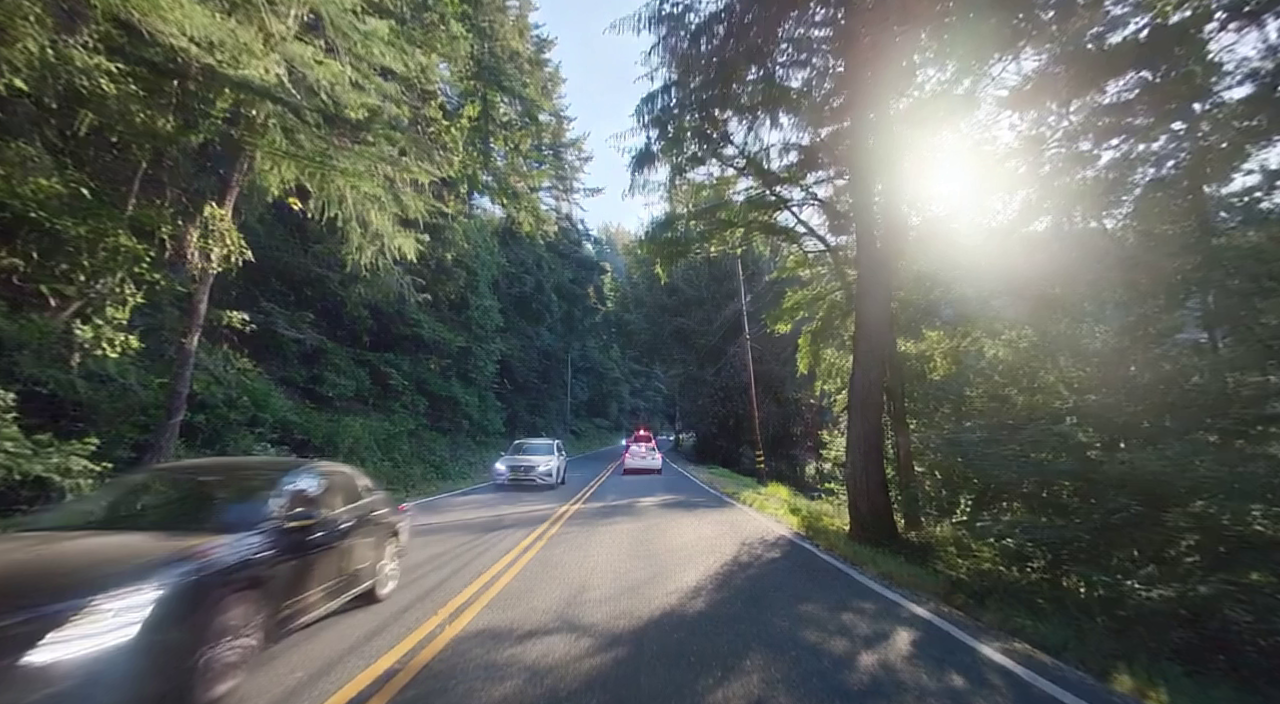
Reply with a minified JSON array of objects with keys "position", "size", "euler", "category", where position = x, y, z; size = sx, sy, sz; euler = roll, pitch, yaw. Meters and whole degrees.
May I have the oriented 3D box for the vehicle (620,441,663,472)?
[{"position":[0.008,5.456,33.104],"size":[2.081,1.503,3.726],"euler":[0,-8,-2],"category":"vehicle"}]
